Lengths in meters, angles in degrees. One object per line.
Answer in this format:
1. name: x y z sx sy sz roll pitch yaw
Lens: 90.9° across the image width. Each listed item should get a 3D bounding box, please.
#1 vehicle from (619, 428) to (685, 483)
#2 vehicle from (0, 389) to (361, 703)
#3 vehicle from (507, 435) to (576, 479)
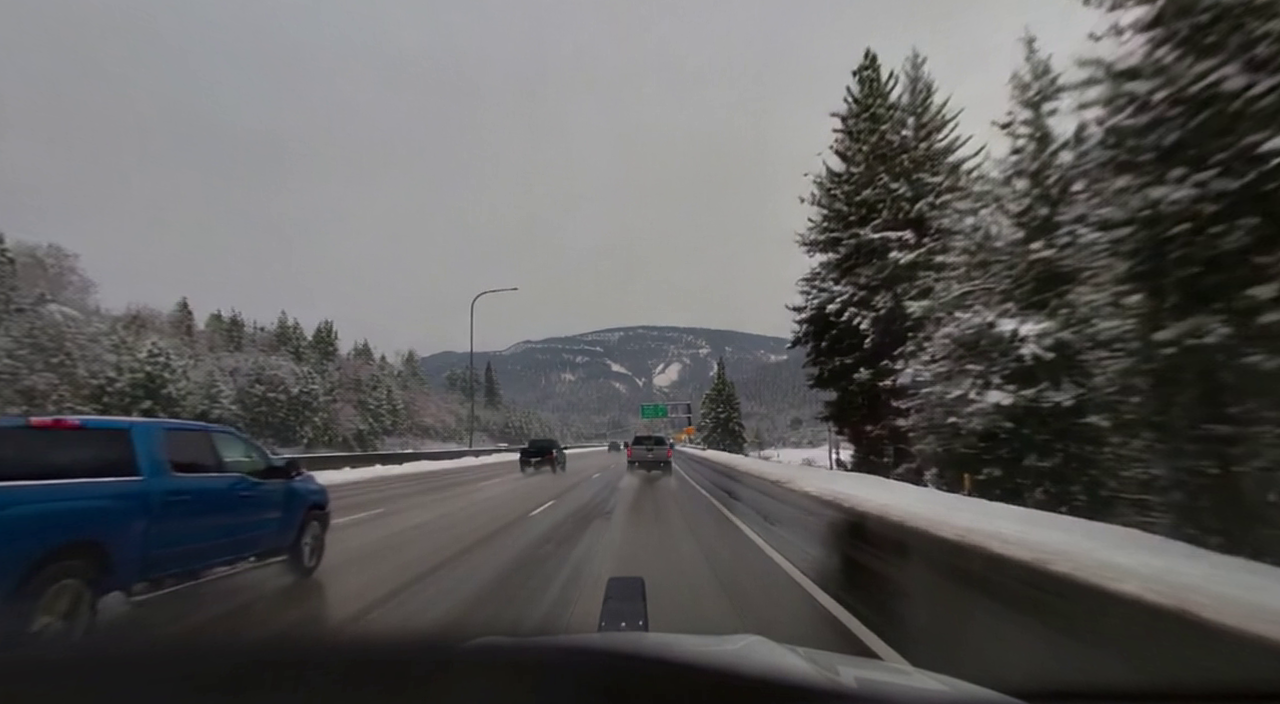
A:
1. vehicle: 0.421 3.890 24.002 2.229 1.837 5.387 0 -8 0
2. vehicle: -3.972 1.235 4.627 1.959 1.604 4.065 0 -8 0
3. vehicle: -3.972 4.296 26.090 2.106 1.651 4.040 -1 -8 1
